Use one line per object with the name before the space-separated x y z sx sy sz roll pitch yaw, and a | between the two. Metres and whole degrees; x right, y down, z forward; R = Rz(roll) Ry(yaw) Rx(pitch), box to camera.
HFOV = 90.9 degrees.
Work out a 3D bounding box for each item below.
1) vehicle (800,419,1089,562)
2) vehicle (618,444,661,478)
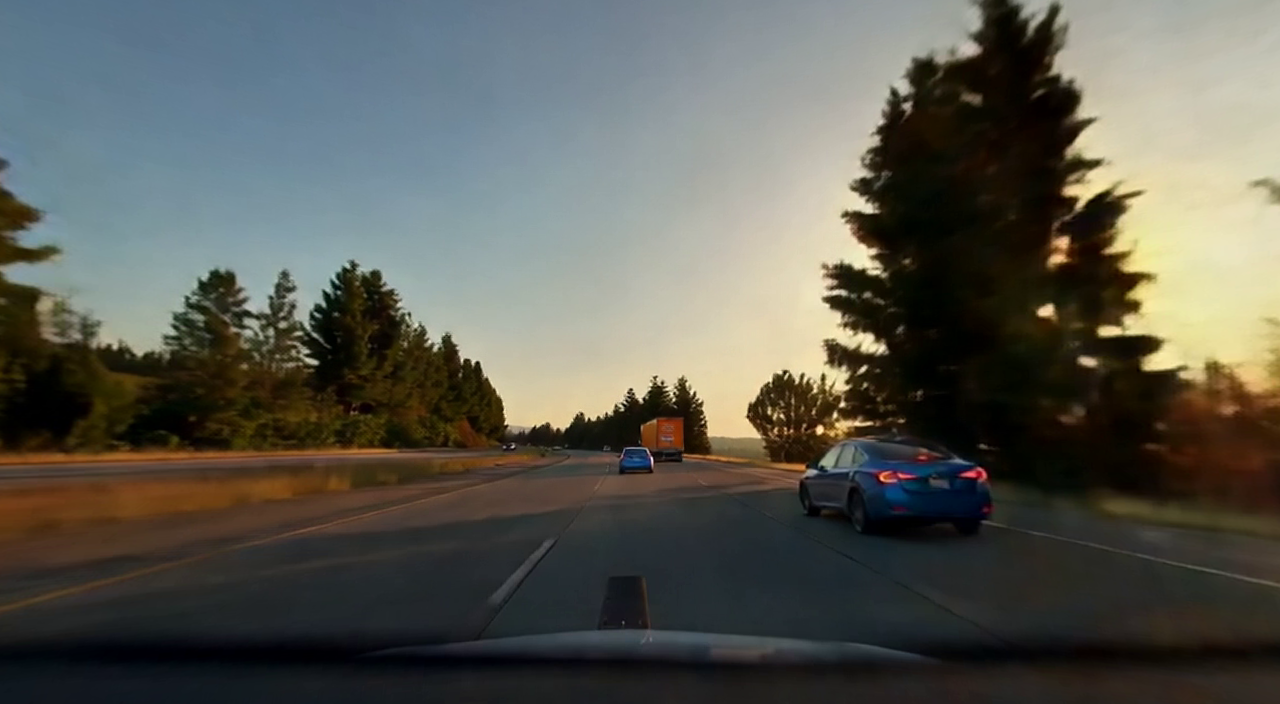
vehicle | 4.026 1.916 9.461 1.977 1.599 4.605 0 -9 -1
vehicle | -0.090 5.061 29.487 1.913 1.460 3.610 0 -9 -2
